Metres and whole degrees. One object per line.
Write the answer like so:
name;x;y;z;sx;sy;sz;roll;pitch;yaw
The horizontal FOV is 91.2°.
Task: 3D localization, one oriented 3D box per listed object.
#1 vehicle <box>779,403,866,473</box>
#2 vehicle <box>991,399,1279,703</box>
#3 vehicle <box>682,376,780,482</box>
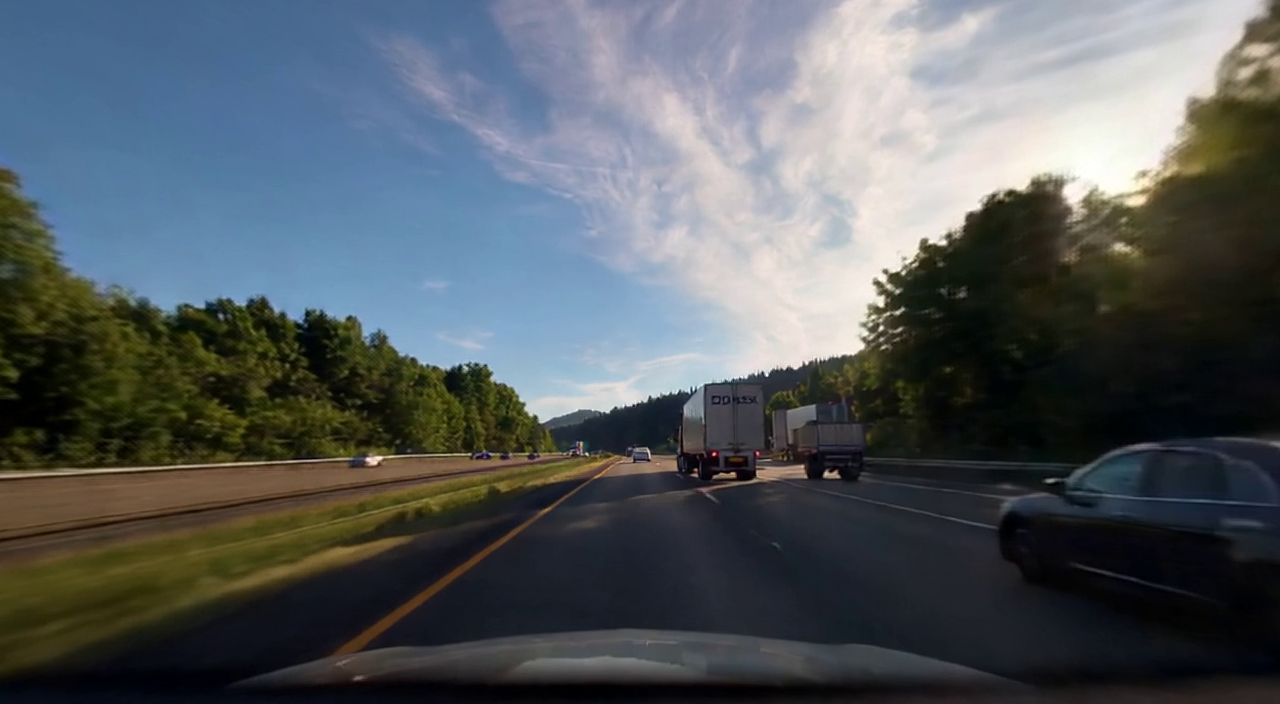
vehicle;11.407;5.562;40.188;2.938;3.990;8.556;0;-9;0
vehicle;3.997;1.019;3.277;1.948;1.481;3.955;0;-9;-1
vehicle;3.762;3.659;28.628;3.025;4.010;9.542;0;-9;0
